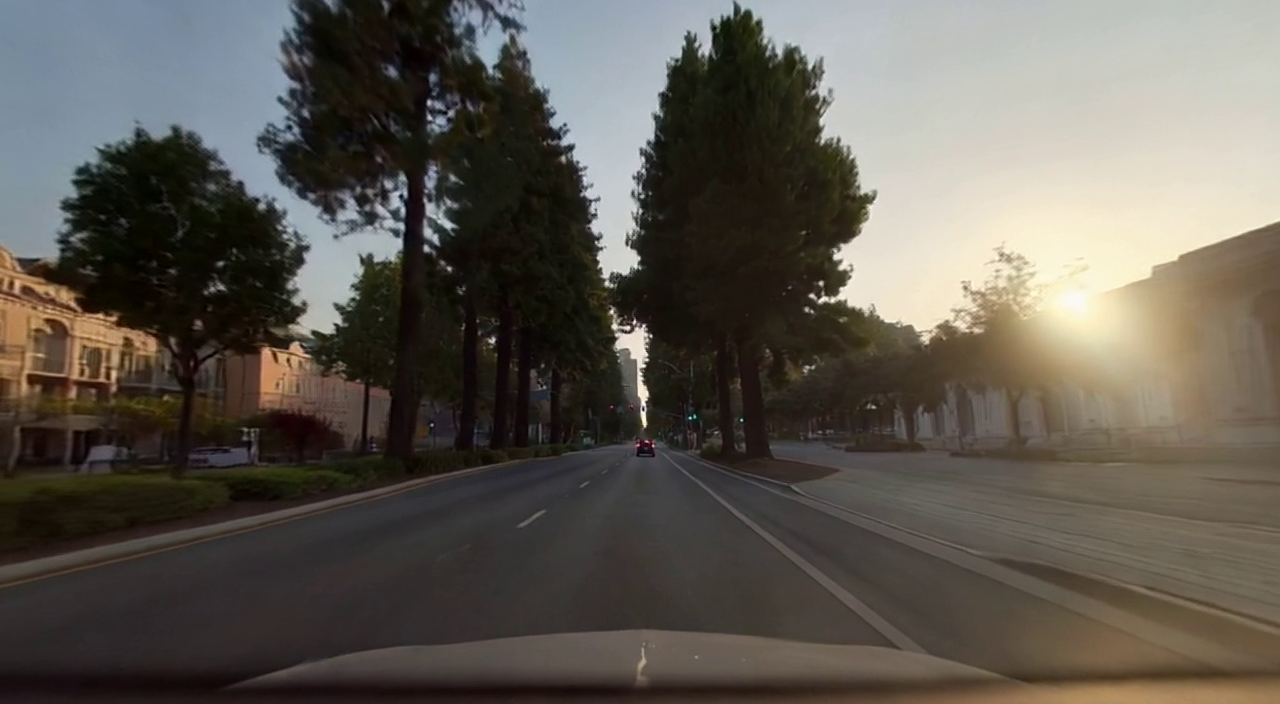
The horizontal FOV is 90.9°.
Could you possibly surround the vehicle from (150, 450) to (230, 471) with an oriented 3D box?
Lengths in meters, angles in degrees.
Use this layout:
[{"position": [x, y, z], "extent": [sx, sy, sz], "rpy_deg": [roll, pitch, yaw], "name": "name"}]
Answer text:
[{"position": [-32.435, 7.801, 45.461], "extent": [4.397, 1.454, 1.803], "rpy_deg": [0, -9, 3], "name": "vehicle"}]
